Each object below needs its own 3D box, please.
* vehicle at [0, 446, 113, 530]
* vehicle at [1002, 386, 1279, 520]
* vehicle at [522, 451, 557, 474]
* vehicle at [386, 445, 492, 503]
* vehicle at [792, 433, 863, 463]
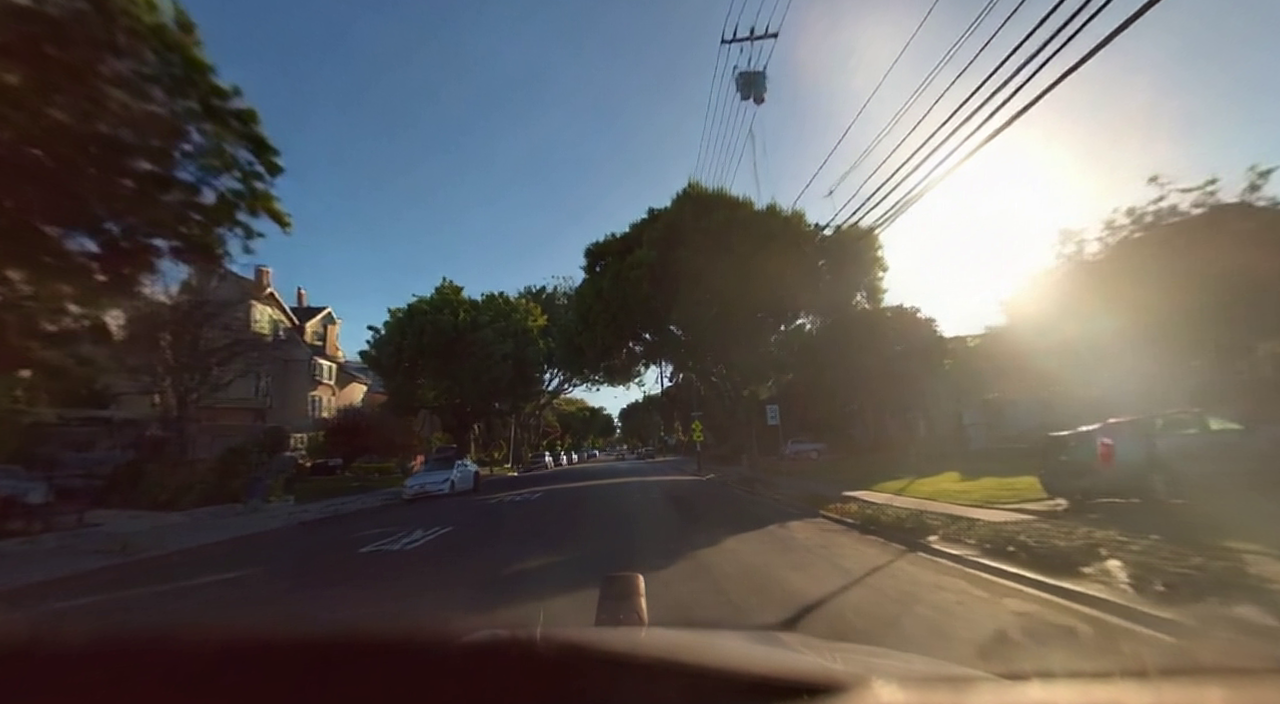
[{"bbox_3d":[-14.885,2.809,13.376,5.395,1.615,2.132,0,-9,-2],"label":"vehicle"},{"bbox_3d":[9.561,1.712,11.282,4.822,1.864,2.100,-4,-8,-6],"label":"vehicle"},{"bbox_3d":[-7.644,8.410,48.150,2.041,1.587,3.920,-2,-9,0],"label":"vehicle"},{"bbox_3d":[-7.026,4.308,22.770,2.162,1.757,5.201,-2,-9,-1],"label":"vehicle"},{"bbox_3d":[12.865,6.623,43.401,4.145,1.767,1.880,-9,-10,29],"label":"vehicle"}]
